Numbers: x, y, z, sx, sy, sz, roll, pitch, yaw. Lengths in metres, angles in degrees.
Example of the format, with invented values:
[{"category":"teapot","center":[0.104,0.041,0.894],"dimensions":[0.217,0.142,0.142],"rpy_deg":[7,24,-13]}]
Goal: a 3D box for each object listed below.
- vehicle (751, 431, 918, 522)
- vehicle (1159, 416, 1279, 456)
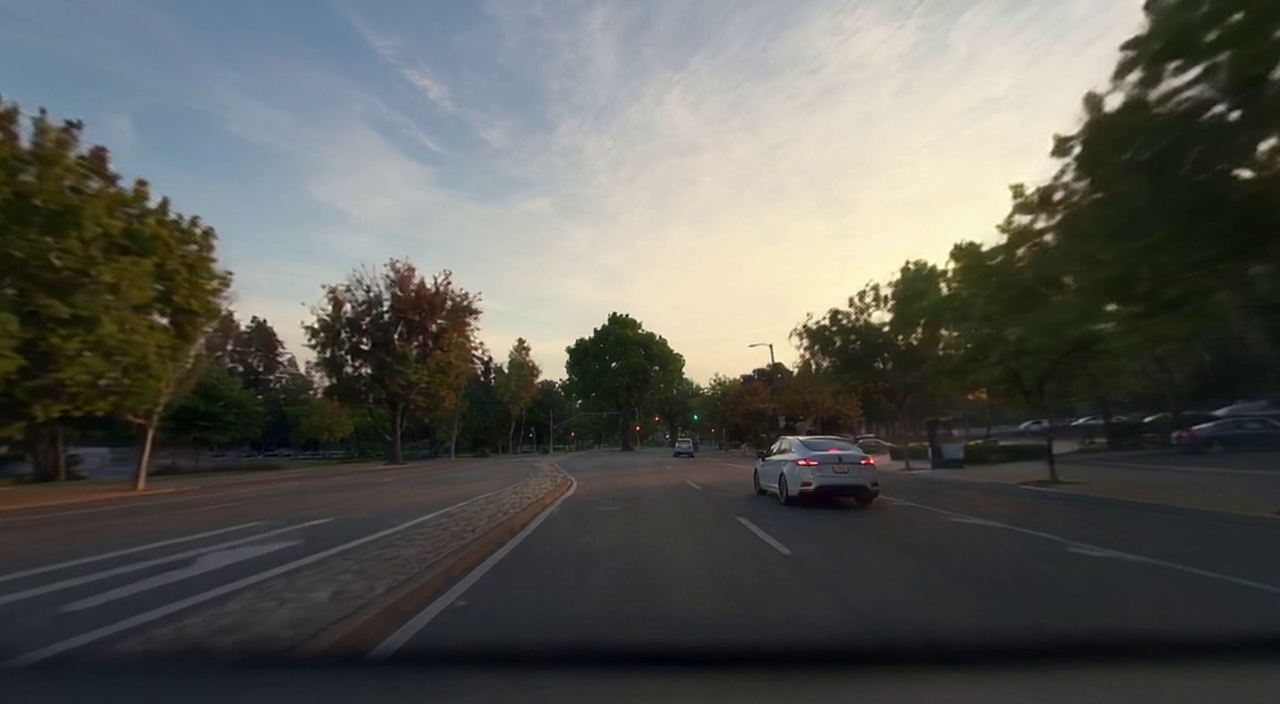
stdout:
[{"category":"vehicle","center":[3.522,2.315,12.331],"dimensions":[1.852,1.453,4.083],"rpy_deg":[0,-8,-2]},{"category":"vehicle","center":[26.217,3.676,27.527],"dimensions":[5.085,1.657,2.372],"rpy_deg":[0,-8,0]}]
